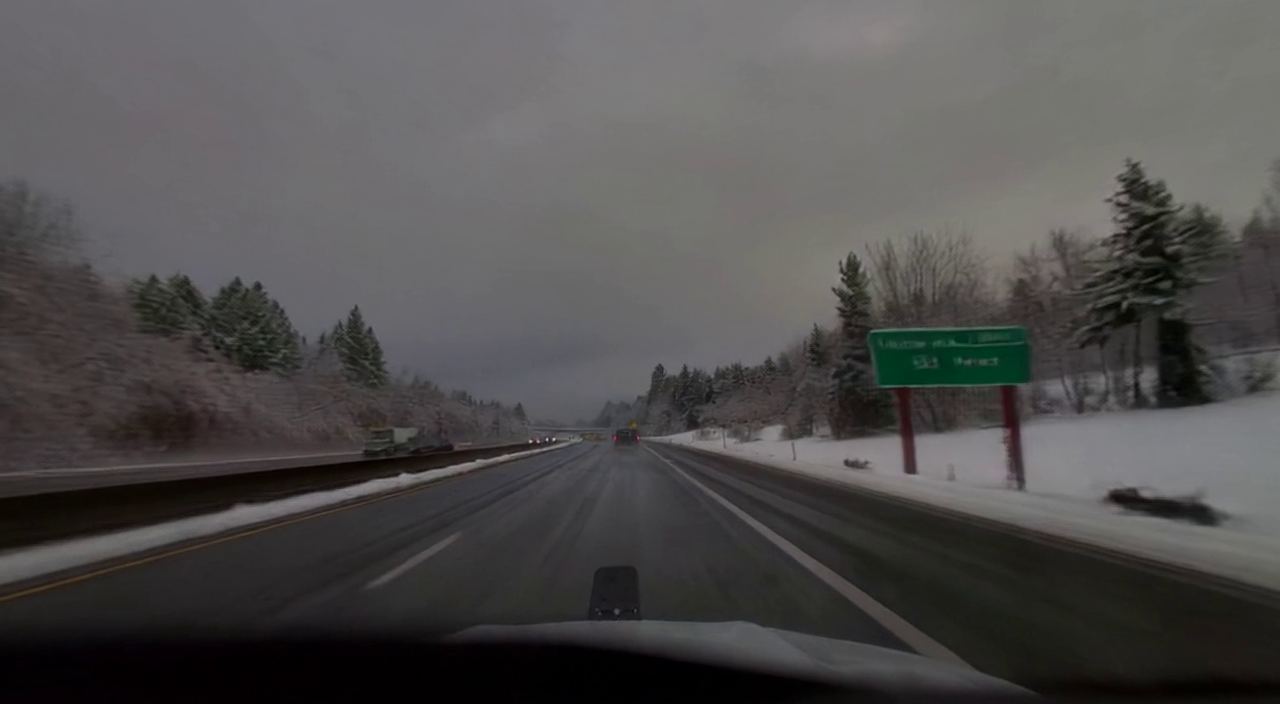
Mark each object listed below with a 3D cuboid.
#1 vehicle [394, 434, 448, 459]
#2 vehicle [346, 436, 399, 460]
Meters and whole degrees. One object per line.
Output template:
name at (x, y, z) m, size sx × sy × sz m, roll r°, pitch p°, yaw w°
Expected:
vehicle at (-13.442, 5.792, 38.878) m, size 1.929 × 1.469 × 3.985 m, roll 0°, pitch -8°, yaw -1°
vehicle at (-18.021, 6.448, 42.602) m, size 1.839 × 1.548 × 3.946 m, roll 0°, pitch -8°, yaw 0°
